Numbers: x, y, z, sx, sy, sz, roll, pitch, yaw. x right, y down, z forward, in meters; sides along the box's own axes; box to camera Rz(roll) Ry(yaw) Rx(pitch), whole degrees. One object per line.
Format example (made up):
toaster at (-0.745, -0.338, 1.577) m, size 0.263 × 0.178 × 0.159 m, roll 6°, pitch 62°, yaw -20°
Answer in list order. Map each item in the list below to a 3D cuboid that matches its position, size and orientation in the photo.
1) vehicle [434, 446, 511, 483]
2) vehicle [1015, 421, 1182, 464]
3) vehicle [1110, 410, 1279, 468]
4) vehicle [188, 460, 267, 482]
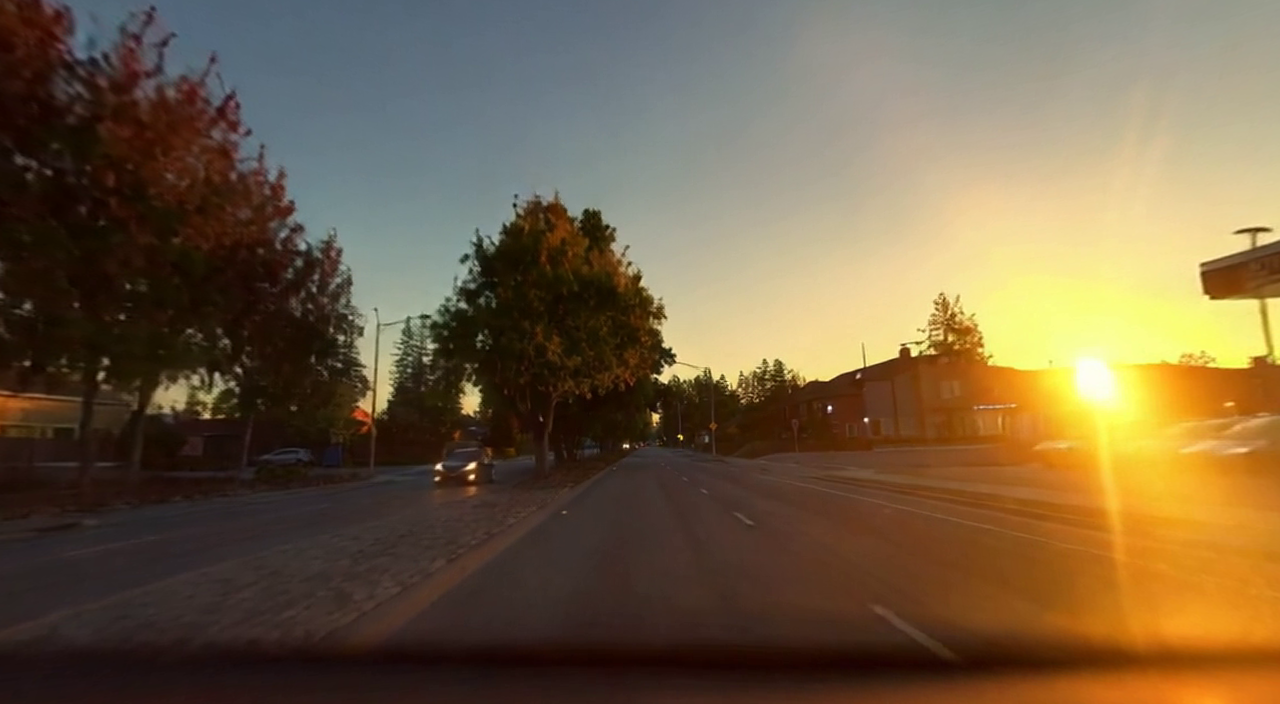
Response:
vehicle at (-7.210, 4.883, 27.764) m, size 2.079 × 1.489 × 4.515 m, roll 0°, pitch -8°, yaw 1°
vehicle at (16.442, 3.269, 22.836) m, size 4.506 × 1.461 × 1.955 m, roll 0°, pitch -8°, yaw -1°
vehicle at (17.172, 2.631, 19.067) m, size 4.400 × 1.618 × 2.016 m, roll 0°, pitch -8°, yaw -4°
vehicle at (-29.076, 8.366, 44.591) m, size 4.279 × 1.437 × 1.872 m, roll -1°, pitch -8°, yaw 3°
